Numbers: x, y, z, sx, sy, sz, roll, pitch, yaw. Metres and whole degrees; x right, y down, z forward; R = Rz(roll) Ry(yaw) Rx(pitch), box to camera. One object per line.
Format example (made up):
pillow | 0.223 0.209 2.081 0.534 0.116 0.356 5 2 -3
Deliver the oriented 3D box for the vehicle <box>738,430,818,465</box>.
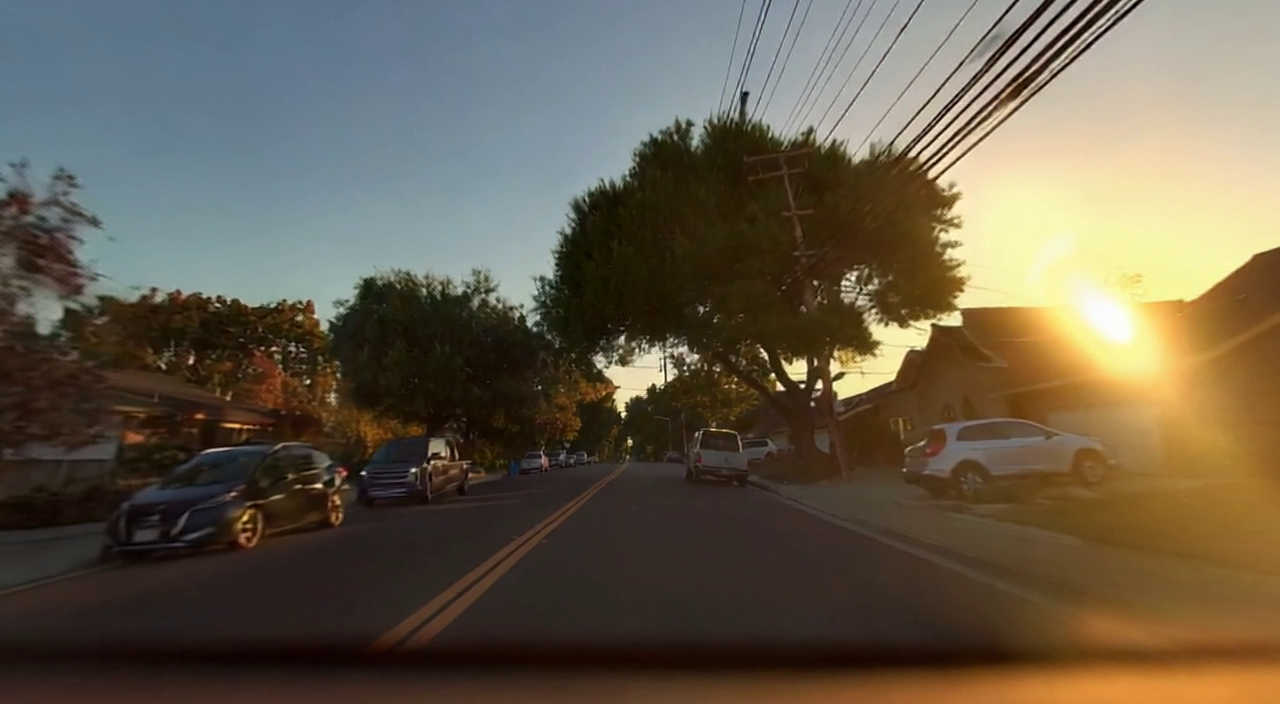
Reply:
vehicle | 8.462 5.938 39.016 4.421 1.836 1.956 -3 -12 0

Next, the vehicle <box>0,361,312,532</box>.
vehicle | -11.498 2.336 16.071 2.781 3.221 7.995 1 -8 -6

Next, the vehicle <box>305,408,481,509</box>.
vehicle | -6.421 3.045 17.514 2.269 2.229 6.042 -3 -12 2

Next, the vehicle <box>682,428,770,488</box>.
vehicle | 3.021 3.872 23.554 2.203 1.952 5.111 0 -8 -4

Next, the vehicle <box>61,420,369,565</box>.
vehicle | -6.532 2.290 10.572 2.046 1.777 4.473 -3 -11 0

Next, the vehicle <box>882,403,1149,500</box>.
vehicle | 8.094 2.254 14.004 4.489 1.812 2.056 -1 -13 -4
